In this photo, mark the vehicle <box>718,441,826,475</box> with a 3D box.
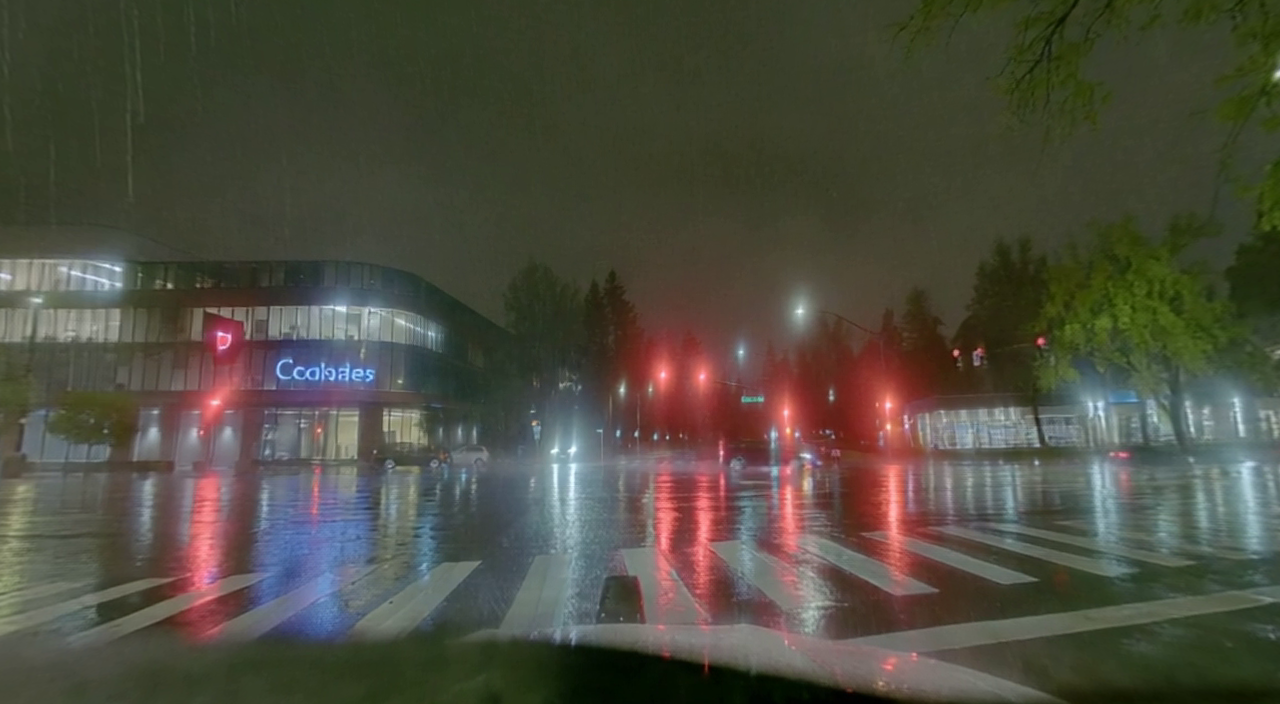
[{"bbox_3d":[6.245,4.981,29.936,4.658,1.478,1.946,-4,-9,26],"label":"vehicle"}]

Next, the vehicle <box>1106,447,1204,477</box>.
[{"bbox_3d":[27.344,5.784,33.526,4.522,1.460,2.097,4,-9,-24],"label":"vehicle"}]

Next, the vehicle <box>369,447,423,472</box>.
[{"bbox_3d":[-16.246,7.131,42.242,1.883,1.586,4.297,0,-9,0],"label":"vehicle"}]

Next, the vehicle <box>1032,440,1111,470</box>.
[{"bbox_3d":[26.330,6.261,38.538,4.541,1.731,2.007,5,-10,-28],"label":"vehicle"}]

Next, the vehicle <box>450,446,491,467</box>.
[{"bbox_3d":[-12.603,7.759,47.090,1.946,1.474,4.008,0,-9,0],"label":"vehicle"}]

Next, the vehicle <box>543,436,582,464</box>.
[{"bbox_3d":[-5.642,7.264,46.880,2.289,1.927,5.667,0,-8,-1],"label":"vehicle"}]
